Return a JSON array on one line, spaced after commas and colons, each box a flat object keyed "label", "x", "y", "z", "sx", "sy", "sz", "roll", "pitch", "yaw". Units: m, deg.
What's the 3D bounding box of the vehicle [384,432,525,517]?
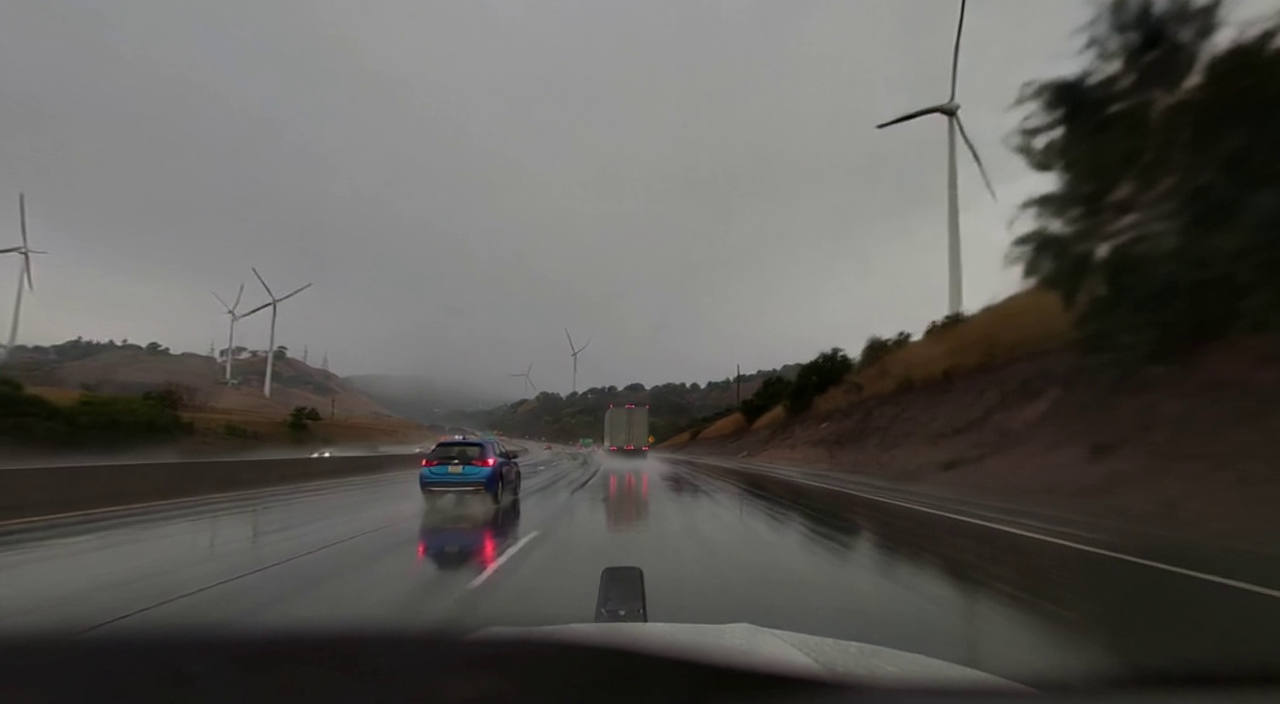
[{"label": "vehicle", "x": -4.054, "y": 2.719, "z": 14.487, "sx": 2.109, "sy": 1.684, "sz": 3.783, "roll": 0, "pitch": -8, "yaw": -1}]
